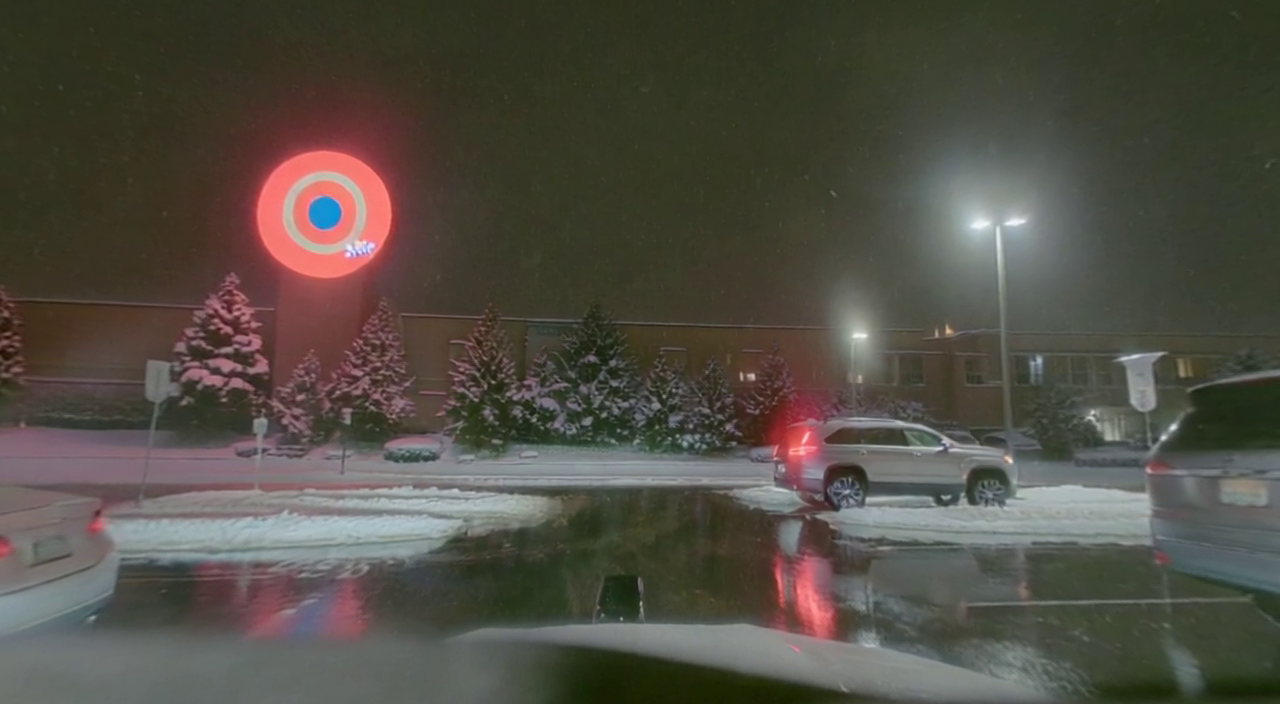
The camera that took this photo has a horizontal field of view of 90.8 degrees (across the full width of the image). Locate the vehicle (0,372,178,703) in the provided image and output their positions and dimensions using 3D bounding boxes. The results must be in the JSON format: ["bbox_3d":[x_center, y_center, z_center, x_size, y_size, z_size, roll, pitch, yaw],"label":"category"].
[{"bbox_3d":[-4.981,0.877,2.766,4.335,1.499,1.856,0,-8,-5],"label":"vehicle"}]

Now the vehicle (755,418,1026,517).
[{"bbox_3d":[5.279,2.474,13.904,4.864,1.916,2.413,1,-8,-5],"label":"vehicle"}]

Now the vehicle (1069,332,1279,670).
[{"bbox_3d":[6.453,0.969,4.200,5.517,1.946,2.410,1,-9,-4],"label":"vehicle"}]
